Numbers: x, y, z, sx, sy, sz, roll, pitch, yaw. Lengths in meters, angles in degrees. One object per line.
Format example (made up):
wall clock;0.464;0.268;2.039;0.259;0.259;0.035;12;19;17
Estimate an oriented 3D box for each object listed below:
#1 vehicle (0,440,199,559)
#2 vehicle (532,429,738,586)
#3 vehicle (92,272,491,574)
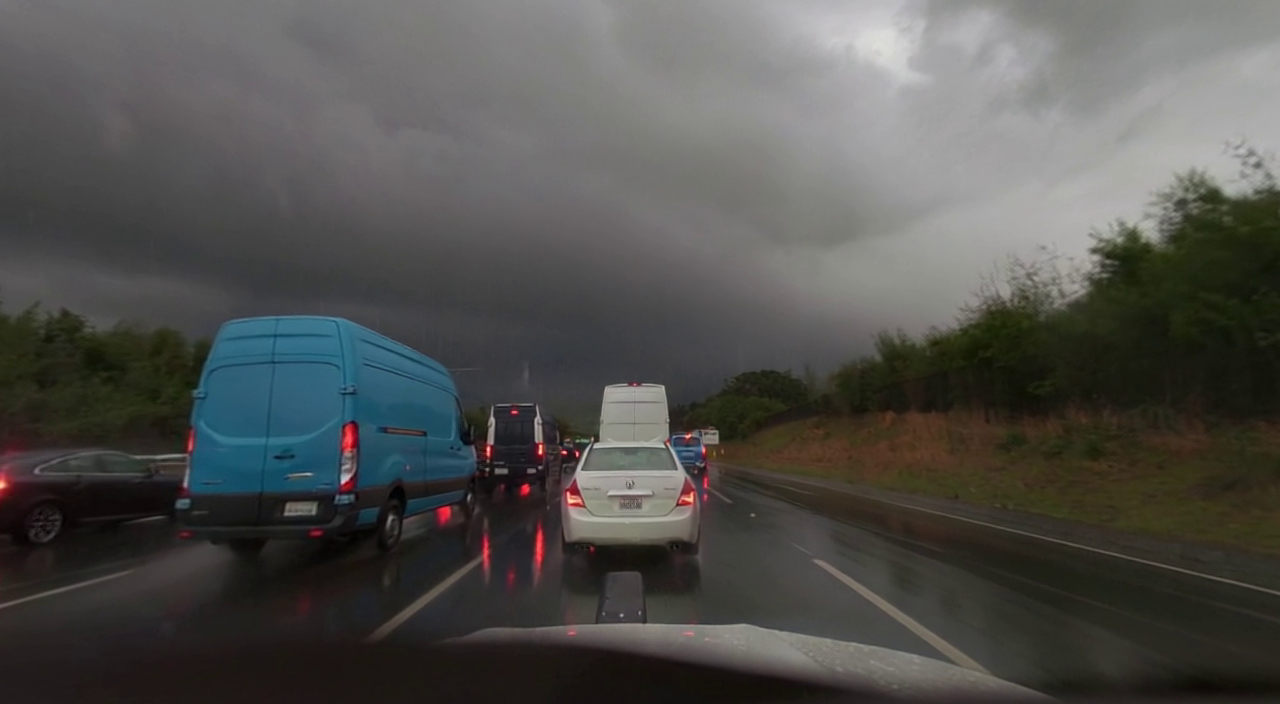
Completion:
vehicle;-8.876;2.070;9.348;1.797;1.466;3.924;0;-9;0
vehicle;-0.076;1.778;7.888;1.995;1.495;3.380;0;-9;-1
vehicle;-4.066;1.135;9.380;2.254;2.879;6.656;0;-9;-2
